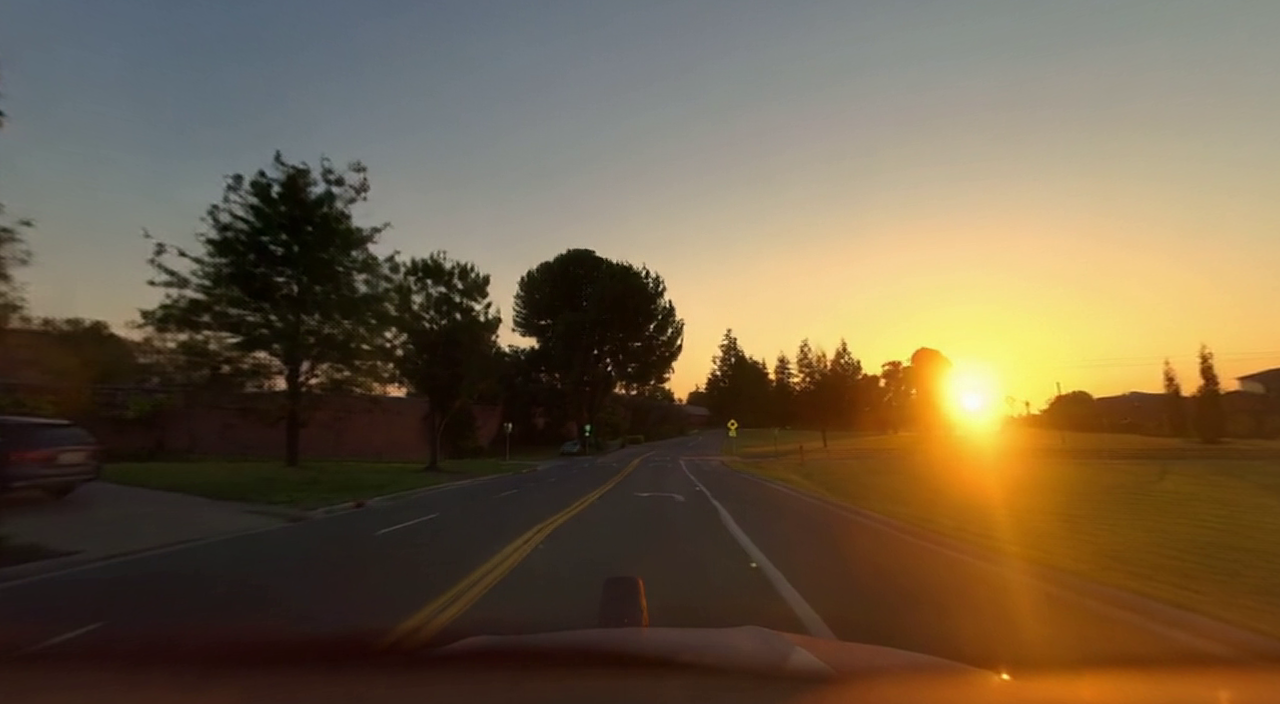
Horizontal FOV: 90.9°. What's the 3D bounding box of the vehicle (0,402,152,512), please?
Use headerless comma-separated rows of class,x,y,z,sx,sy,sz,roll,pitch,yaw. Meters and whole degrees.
vehicle,-11.985,2.062,12.559,2.244,1.796,5.170,6,-11,-24
